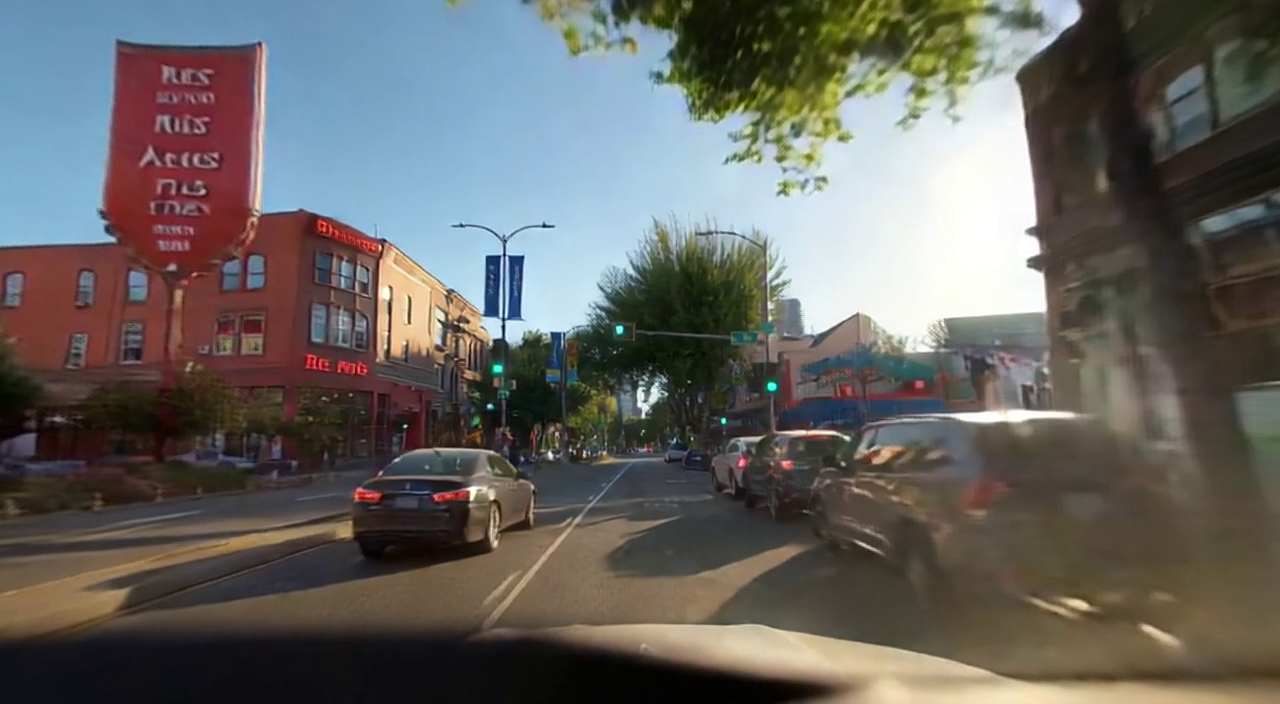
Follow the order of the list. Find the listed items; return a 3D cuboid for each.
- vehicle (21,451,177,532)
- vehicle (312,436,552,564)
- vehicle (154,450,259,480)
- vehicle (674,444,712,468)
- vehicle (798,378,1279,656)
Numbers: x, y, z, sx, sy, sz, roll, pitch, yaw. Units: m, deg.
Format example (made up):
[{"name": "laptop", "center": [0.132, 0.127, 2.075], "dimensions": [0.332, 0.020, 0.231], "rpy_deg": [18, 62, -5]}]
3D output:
[{"name": "vehicle", "center": [-12.378, 3.016, 14.325], "dimensions": [4.522, 1.479, 2.048], "rpy_deg": [-8, -11, 42]}, {"name": "vehicle", "center": [-2.680, 2.009, 9.427], "dimensions": [2.030, 1.436, 4.388], "rpy_deg": [0, -8, 1]}, {"name": "vehicle", "center": [-23.649, 6.167, 34.472], "dimensions": [4.358, 1.522, 1.970], "rpy_deg": [0, -8, 4]}, {"name": "vehicle", "center": [3.400, 6.800, 41.379], "dimensions": [1.950, 1.462, 4.807], "rpy_deg": [0, -8, -1]}, {"name": "vehicle", "center": [3.202, 1.404, 6.492], "dimensions": [2.086, 1.792, 4.608], "rpy_deg": [0, -8, 2]}]
